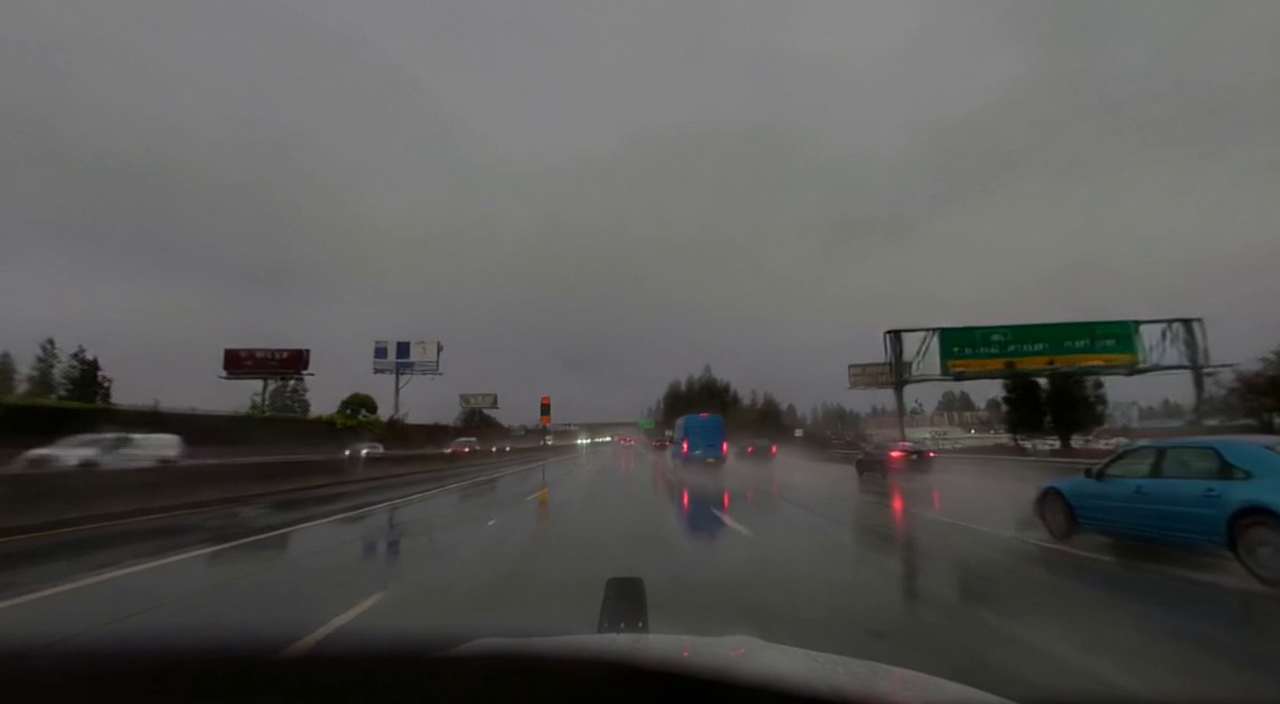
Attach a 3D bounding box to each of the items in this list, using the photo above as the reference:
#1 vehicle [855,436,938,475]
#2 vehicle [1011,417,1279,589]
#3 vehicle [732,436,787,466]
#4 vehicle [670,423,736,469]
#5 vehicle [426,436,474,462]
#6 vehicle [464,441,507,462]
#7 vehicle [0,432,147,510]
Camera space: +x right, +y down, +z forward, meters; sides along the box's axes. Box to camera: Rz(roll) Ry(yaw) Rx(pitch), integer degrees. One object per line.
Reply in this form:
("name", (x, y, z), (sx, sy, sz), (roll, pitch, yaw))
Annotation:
("vehicle", (10.679, 4.321, 26.415), (1.874, 1.496, 3.586), (0, -8, -2))
("vehicle", (6.688, 1.549, 7.001), (2.003, 1.517, 4.936), (0, -8, -1))
("vehicle", (6.379, 5.335, 33.917), (2.099, 1.510, 3.784), (0, -8, -2))
("vehicle", (3.038, 4.720, 31.655), (2.546, 2.087, 5.404), (0, -8, -2))
("vehicle", (-14.944, 7.662, 49.753), (2.188, 1.906, 5.116), (0, -8, 0))
("vehicle", (-10.987, 7.096, 44.928), (2.060, 1.452, 4.444), (0, -8, -1))
("vehicle", (-16.286, 3.150, 16.994), (2.153, 1.835, 4.716), (-1, -8, -3))
